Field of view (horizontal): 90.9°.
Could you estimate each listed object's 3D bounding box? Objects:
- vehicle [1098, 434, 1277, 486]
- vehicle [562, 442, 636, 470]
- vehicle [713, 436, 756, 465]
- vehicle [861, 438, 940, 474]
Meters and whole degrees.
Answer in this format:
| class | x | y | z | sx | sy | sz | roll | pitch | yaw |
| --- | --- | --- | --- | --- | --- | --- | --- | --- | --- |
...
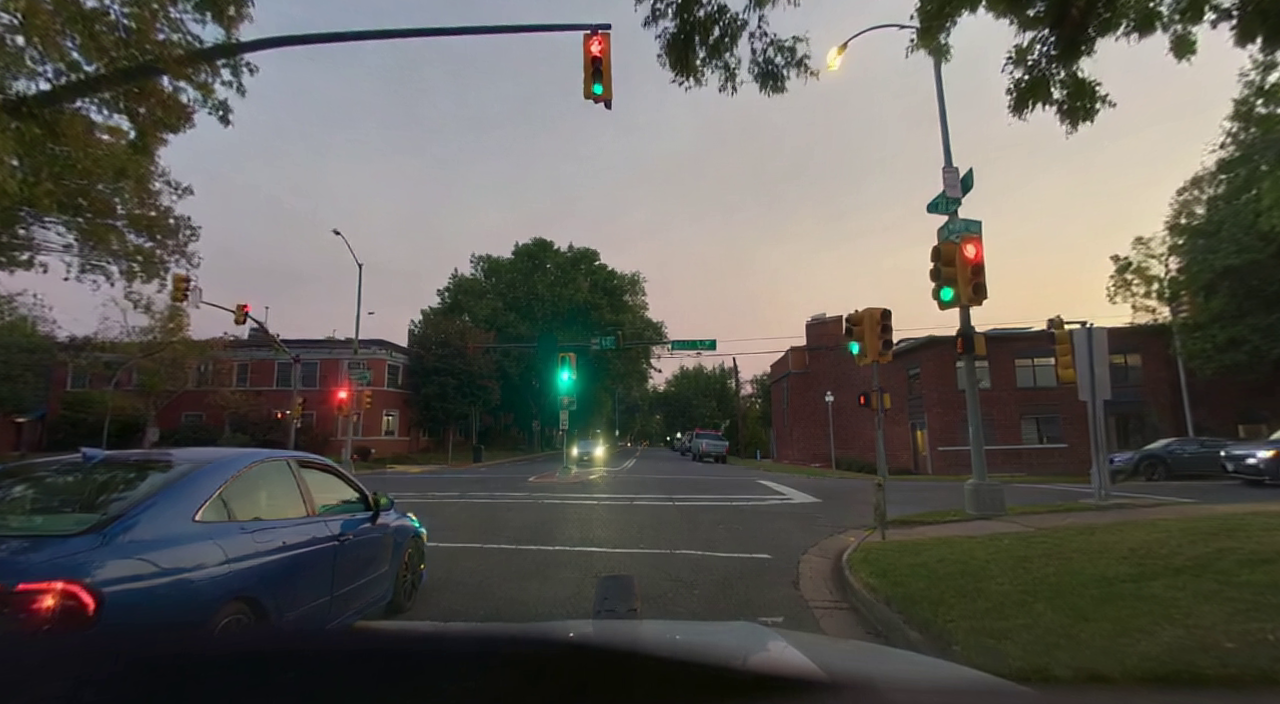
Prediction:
| class | x | y | z | sx | sy | sz | roll | pitch | yaw |
| --- | --- | --- | --- | --- | --- | --- | --- | --- | --- |
| vehicle | 16.804 | 3.317 | 19.502 | 3.876 | 1.512 | 1.784 | 0 | -8 | -2 |
| vehicle | -2.440 | 6.152 | 37.555 | 3.991 | 1.526 | 1.868 | -4 | -9 | 30 |
| vehicle | 6.901 | 7.185 | 46.179 | 1.491 | 2.041 | 2.964 | 6 | -9 | -33 |
| vehicle | 12.399 | 5.041 | 30.273 | 1.922 | 1.529 | 3.964 | 1 | -11 | -2 |
